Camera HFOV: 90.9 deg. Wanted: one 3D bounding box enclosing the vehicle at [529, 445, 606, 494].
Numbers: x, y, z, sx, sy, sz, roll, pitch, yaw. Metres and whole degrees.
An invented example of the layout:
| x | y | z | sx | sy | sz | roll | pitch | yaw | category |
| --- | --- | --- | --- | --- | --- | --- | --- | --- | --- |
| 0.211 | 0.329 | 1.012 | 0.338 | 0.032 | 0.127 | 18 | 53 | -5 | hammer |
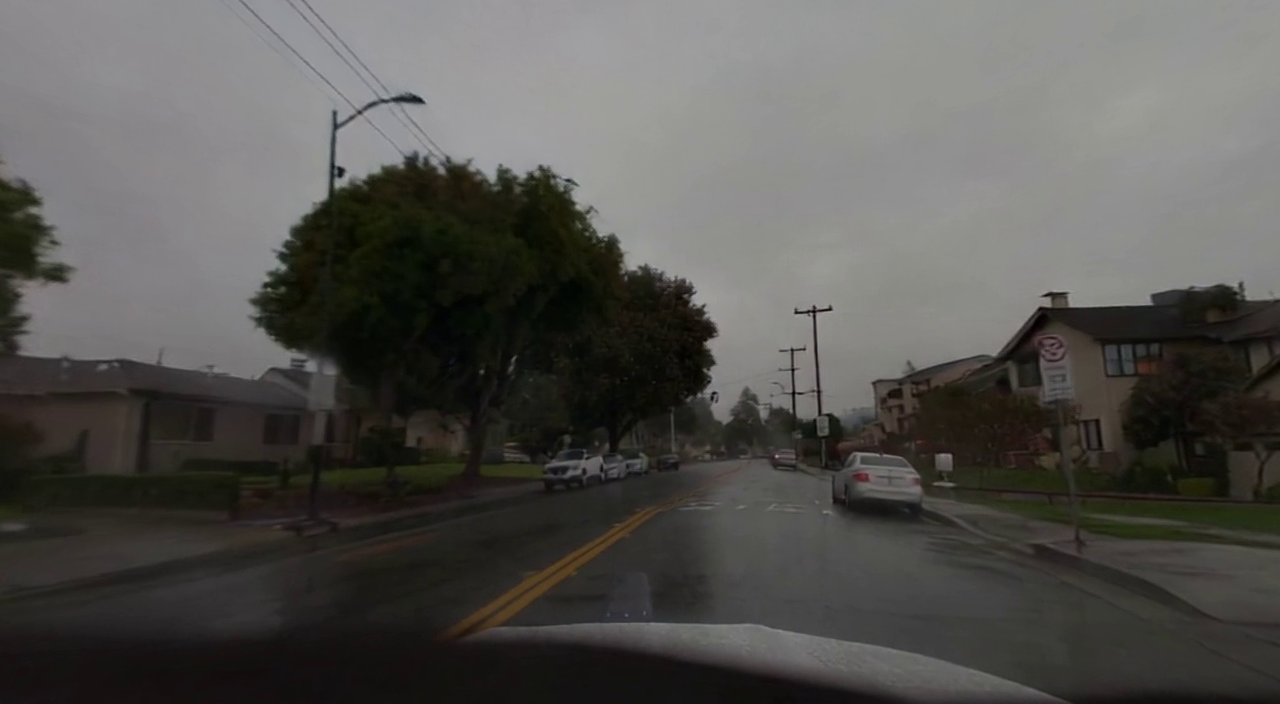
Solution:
| x | y | z | sx | sy | sz | roll | pitch | yaw | category |
| --- | --- | --- | --- | --- | --- | --- | --- | --- | --- |
| -2.909 | 4.835 | 26.312 | 2.027 | 1.695 | 4.437 | -5 | -9 | 8 | vehicle |

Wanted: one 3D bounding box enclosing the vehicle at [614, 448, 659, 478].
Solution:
| x | y | z | sx | sy | sz | roll | pitch | yaw | category |
| --- | --- | --- | --- | --- | --- | --- | --- | --- | --- |
| -0.162 | 7.377 | 42.083 | 2.120 | 1.799 | 5.370 | -2 | -9 | 9 | vehicle |

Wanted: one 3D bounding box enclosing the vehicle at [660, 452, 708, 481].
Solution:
| x | y | z | sx | sy | sz | roll | pitch | yaw | category |
| --- | --- | --- | --- | --- | --- | --- | --- | --- | --- |
| 2.512 | 6.271 | 34.838 | 2.079 | 1.441 | 4.541 | -2 | -9 | 11 | vehicle |

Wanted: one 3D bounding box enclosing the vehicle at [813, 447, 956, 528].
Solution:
| x | y | z | sx | sy | sz | roll | pitch | yaw | category |
| --- | --- | --- | --- | --- | --- | --- | --- | --- | --- |
| 5.202 | 2.882 | 14.137 | 2.014 | 1.482 | 4.599 | -1 | -9 | 9 | vehicle |
